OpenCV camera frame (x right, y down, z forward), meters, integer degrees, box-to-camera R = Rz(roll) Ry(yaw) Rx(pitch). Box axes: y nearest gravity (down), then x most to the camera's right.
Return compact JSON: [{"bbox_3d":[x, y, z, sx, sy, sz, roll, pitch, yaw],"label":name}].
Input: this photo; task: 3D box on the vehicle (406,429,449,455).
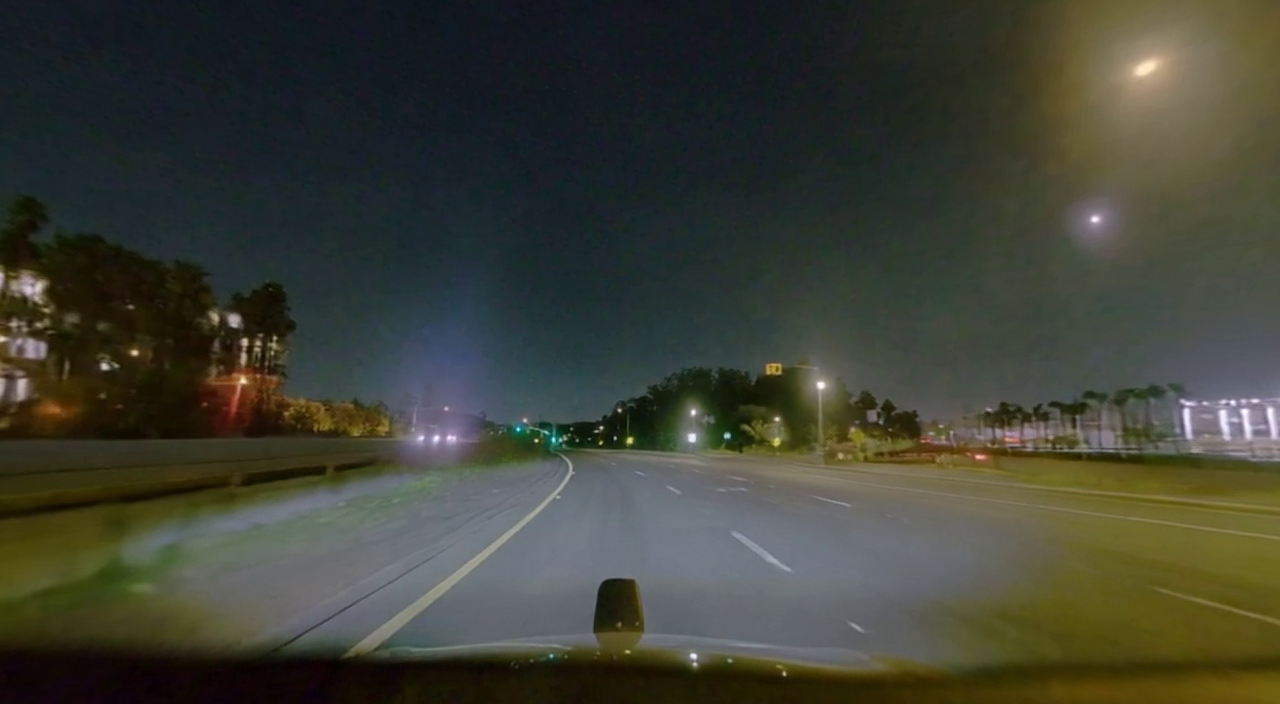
[{"bbox_3d":[-15.750,6.711,47.057,2.111,1.793,4.783,1,-9,-8],"label":"vehicle"}]
